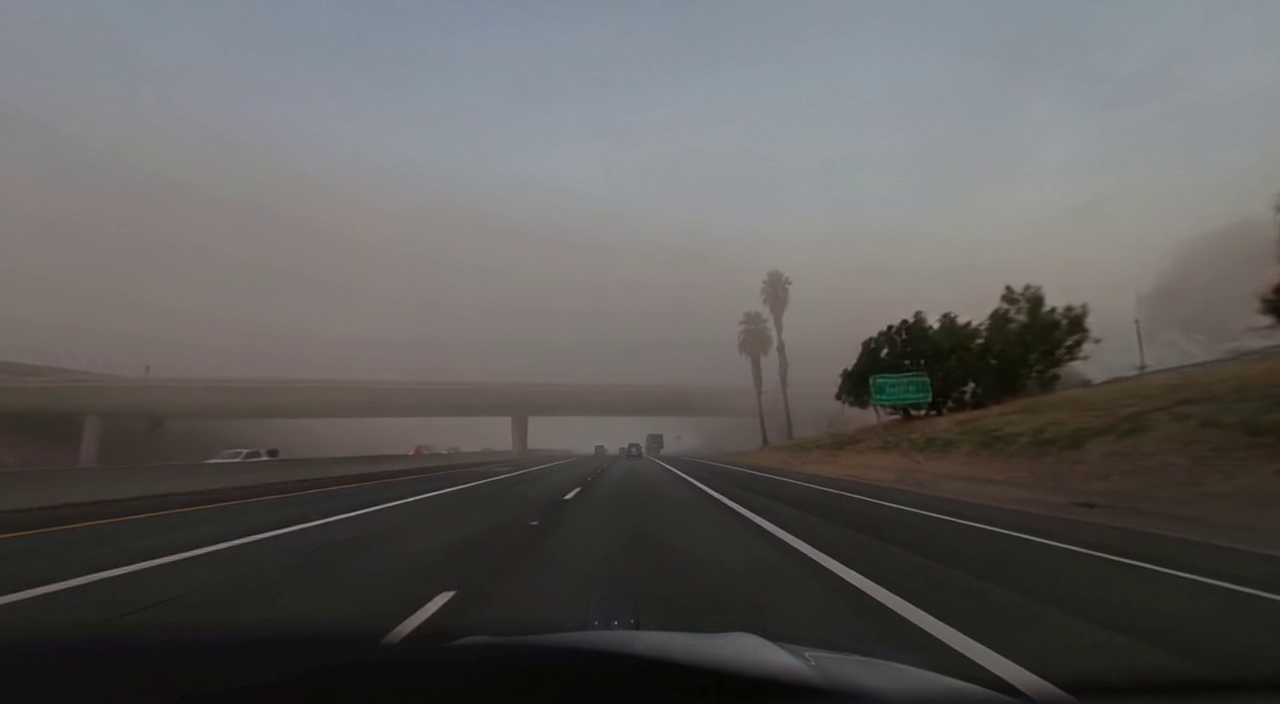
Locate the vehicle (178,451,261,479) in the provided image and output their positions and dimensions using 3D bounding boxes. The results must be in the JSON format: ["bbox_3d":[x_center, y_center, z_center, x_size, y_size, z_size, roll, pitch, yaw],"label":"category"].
[{"bbox_3d":[-24.965,6.683,37.720,1.816,1.479,4.629,0,-8,0],"label":"vehicle"}]
